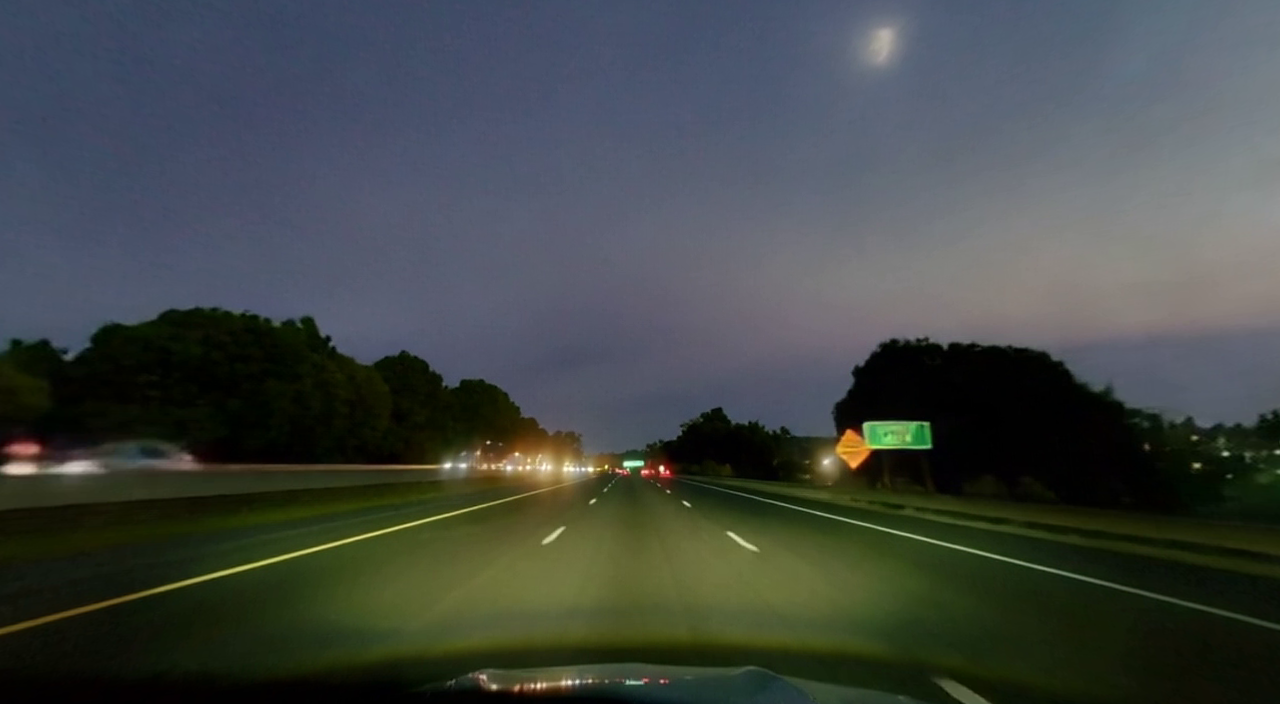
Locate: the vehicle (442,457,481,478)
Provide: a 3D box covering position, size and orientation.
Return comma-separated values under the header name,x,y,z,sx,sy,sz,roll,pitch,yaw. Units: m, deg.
name,x,y,z,sx,sy,sz,roll,pitch,yaw
vehicle,-12.738,8.298,45.250,1.760,1.422,3.593,1,-10,-1
